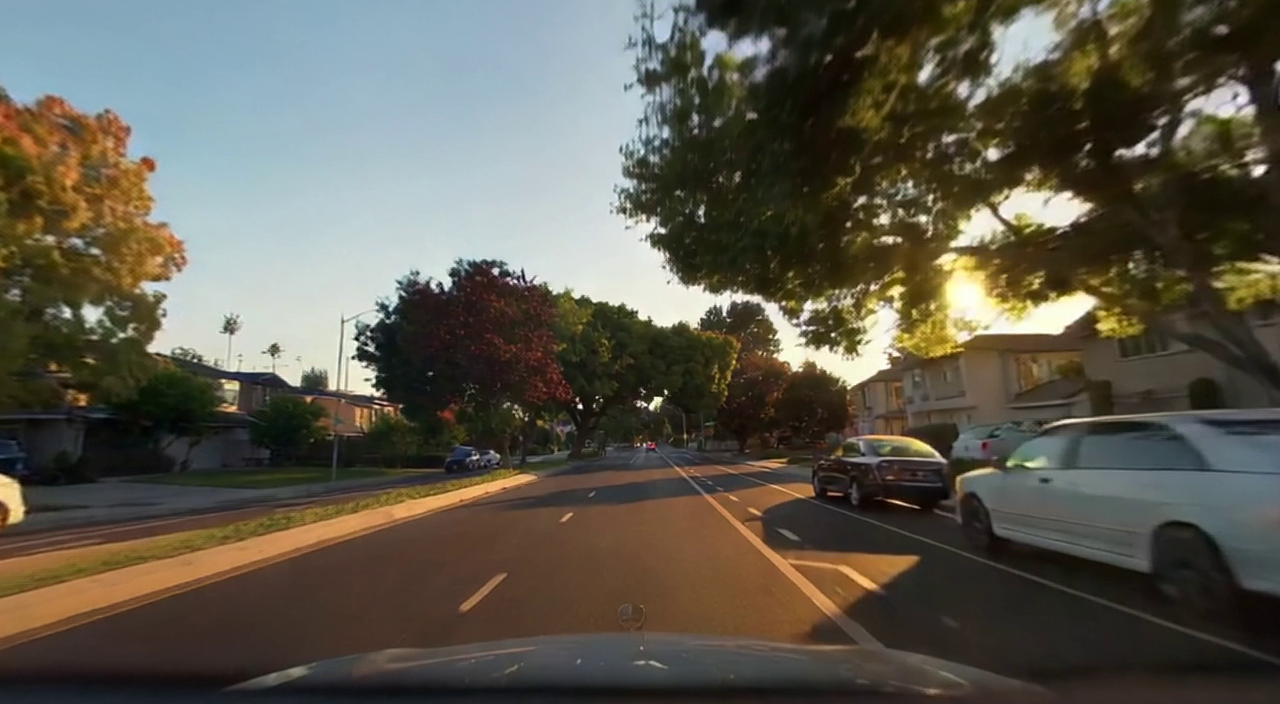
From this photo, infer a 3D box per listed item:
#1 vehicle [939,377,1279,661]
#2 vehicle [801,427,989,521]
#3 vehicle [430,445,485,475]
[{"bbox_3d":[5.187,1.346,5.957,2.112,1.788,5.605,0,-8,2],"label":"vehicle"},{"bbox_3d":[5.252,2.567,13.862,2.104,1.687,4.636,0,-8,-1],"label":"vehicle"},{"bbox_3d":[-11.301,6.733,39.453,2.023,1.629,4.822,-2,-8,0],"label":"vehicle"}]
